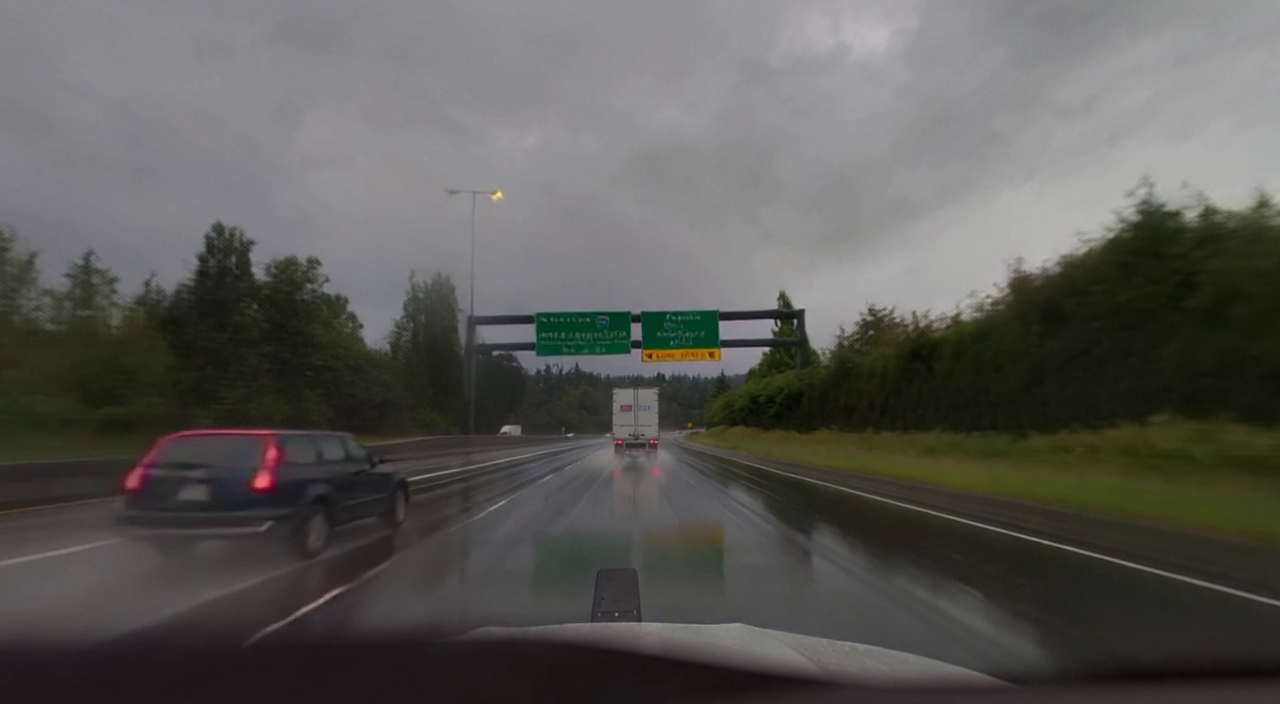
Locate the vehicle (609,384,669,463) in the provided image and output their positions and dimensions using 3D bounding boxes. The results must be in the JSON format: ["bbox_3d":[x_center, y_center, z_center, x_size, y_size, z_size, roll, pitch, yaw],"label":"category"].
[{"bbox_3d":[-0.143,3.981,34.257,2.855,3.741,8.587,0,-8,-1],"label":"vehicle"}]

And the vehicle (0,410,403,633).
[{"bbox_3d":[-4.119,1.415,6.317,1.931,1.479,4.083,0,-8,-1],"label":"vehicle"}]
